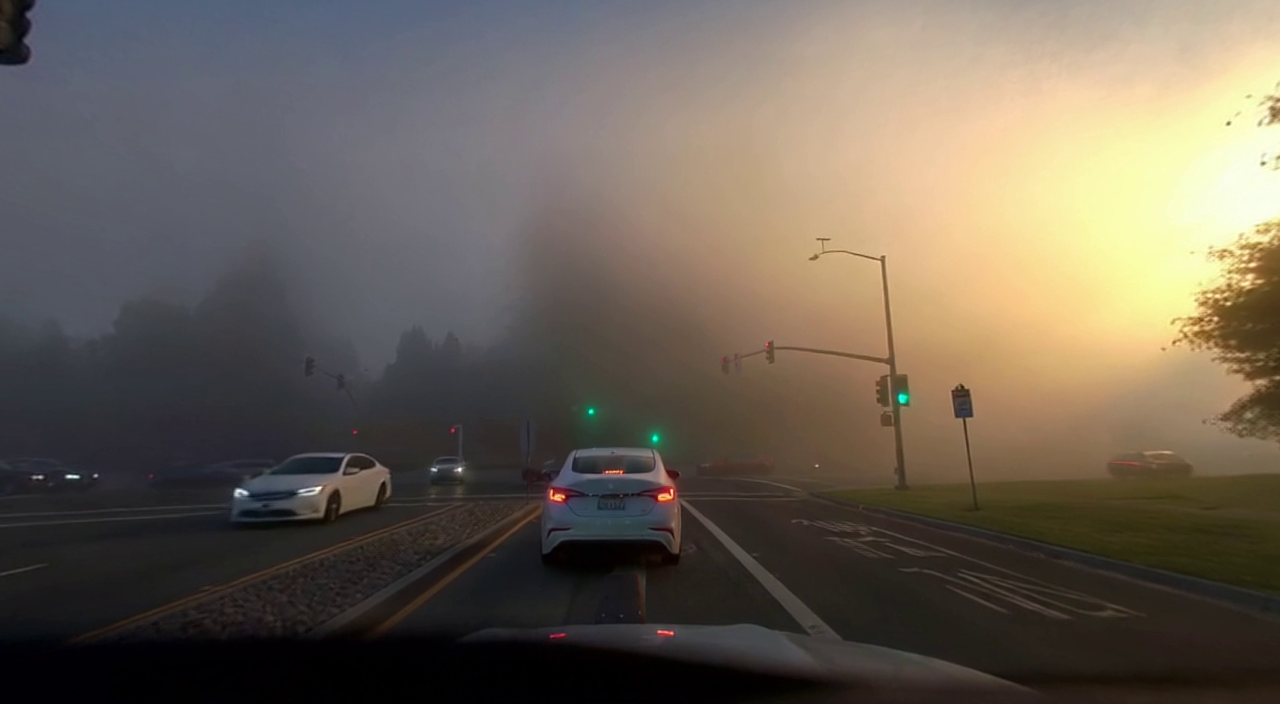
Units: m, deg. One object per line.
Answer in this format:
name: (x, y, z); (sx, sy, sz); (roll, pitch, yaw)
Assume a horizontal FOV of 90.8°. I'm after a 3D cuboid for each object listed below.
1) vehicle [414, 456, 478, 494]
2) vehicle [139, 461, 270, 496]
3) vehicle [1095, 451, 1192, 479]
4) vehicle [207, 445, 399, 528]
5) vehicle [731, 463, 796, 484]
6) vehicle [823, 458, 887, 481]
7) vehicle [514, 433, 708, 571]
vehicle: (-8.901, 5.654, 29.417); (2.078, 1.534, 4.646); (1, -9, -8)
vehicle: (-20.078, 5.834, 29.320); (4.548, 1.449, 1.802); (2, -9, -14)
vehicle: (28.086, 6.267, 35.248); (4.601, 1.485, 1.929); (3, -9, -18)
vehicle: (-6.890, 2.752, 13.606); (2.073, 1.459, 4.495); (1, -9, -7)
vehicle: (9.118, 8.955, 46.630); (4.254, 1.359, 1.895); (2, -9, -15)
vehicle: (16.550, 9.033, 48.640); (4.337, 1.637, 1.860); (2, -9, -16)
vehicle: (-0.345, 1.966, 9.093); (2.112, 1.479, 4.264); (0, -9, -1)
